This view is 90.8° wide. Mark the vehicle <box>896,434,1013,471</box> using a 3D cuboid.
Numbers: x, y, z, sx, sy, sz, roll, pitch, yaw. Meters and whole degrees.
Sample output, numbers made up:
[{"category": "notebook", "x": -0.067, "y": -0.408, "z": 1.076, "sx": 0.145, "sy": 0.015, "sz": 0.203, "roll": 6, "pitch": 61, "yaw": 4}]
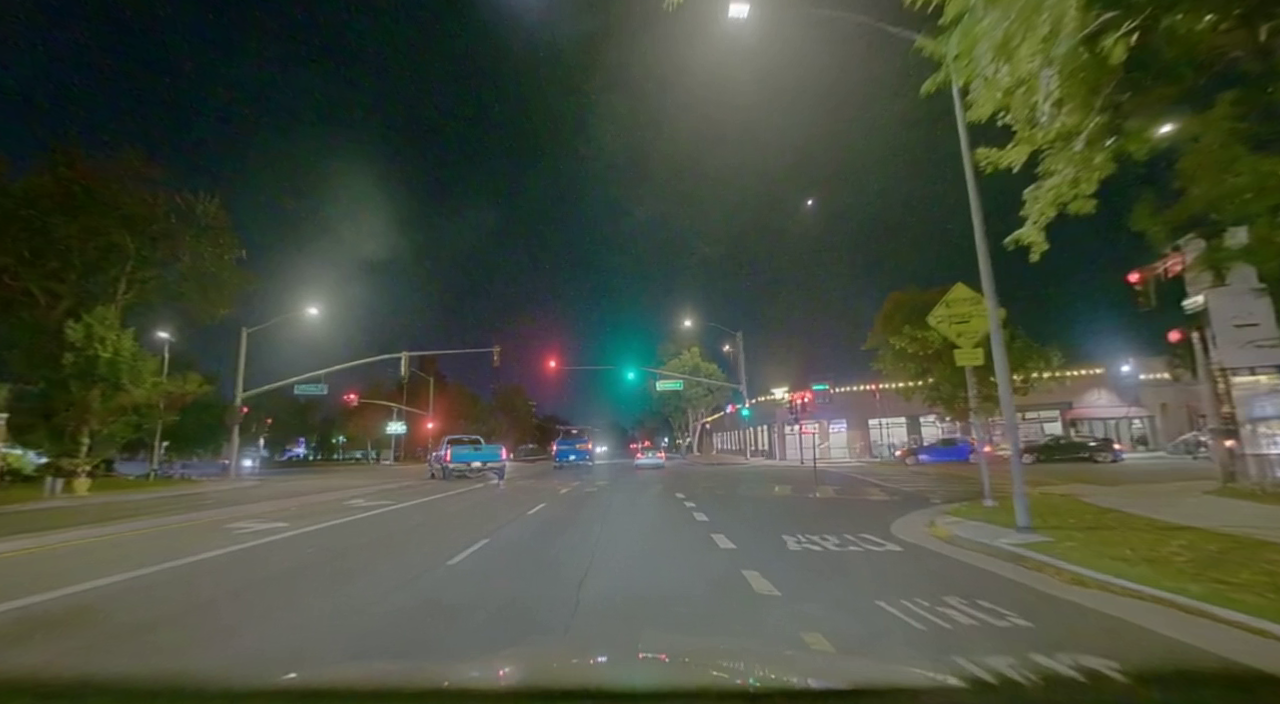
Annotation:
[{"category": "vehicle", "x": 14.207, "y": 4.533, "z": 28.639, "sx": 4.406, "sy": 1.512, "sz": 1.935, "roll": -6, "pitch": -10, "yaw": 35}]

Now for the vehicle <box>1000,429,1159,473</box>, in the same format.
[{"category": "vehicle", "x": 16.001, "y": 3.622, "z": 23.214, "sx": 4.520, "sy": 1.455, "sz": 1.968, "roll": -6, "pitch": -10, "yaw": 35}]

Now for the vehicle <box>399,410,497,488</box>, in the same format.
[{"category": "vehicle", "x": -7.168, "y": 3.683, "z": 24.218, "sx": 2.507, "sy": 2.667, "sz": 4.567, "roll": 0, "pitch": -8, "yaw": -3}]

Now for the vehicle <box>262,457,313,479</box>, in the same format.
[{"category": "vehicle", "x": -26.523, "y": 8.693, "z": 47.485, "sx": 4.432, "sy": 1.480, "sz": 1.915, "roll": -8, "pitch": -11, "yaw": 41}]

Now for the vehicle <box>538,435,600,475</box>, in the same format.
[{"category": "vehicle", "x": -3.368, "y": 5.078, "z": 31.306, "sx": 2.464, "sy": 1.777, "sz": 5.128, "roll": 0, "pitch": -9, "yaw": 0}]

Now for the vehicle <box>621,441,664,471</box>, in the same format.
[{"category": "vehicle", "x": 0.148, "y": 5.484, "z": 33.435, "sx": 2.103, "sy": 1.487, "sz": 4.101, "roll": 0, "pitch": -9, "yaw": 1}]
